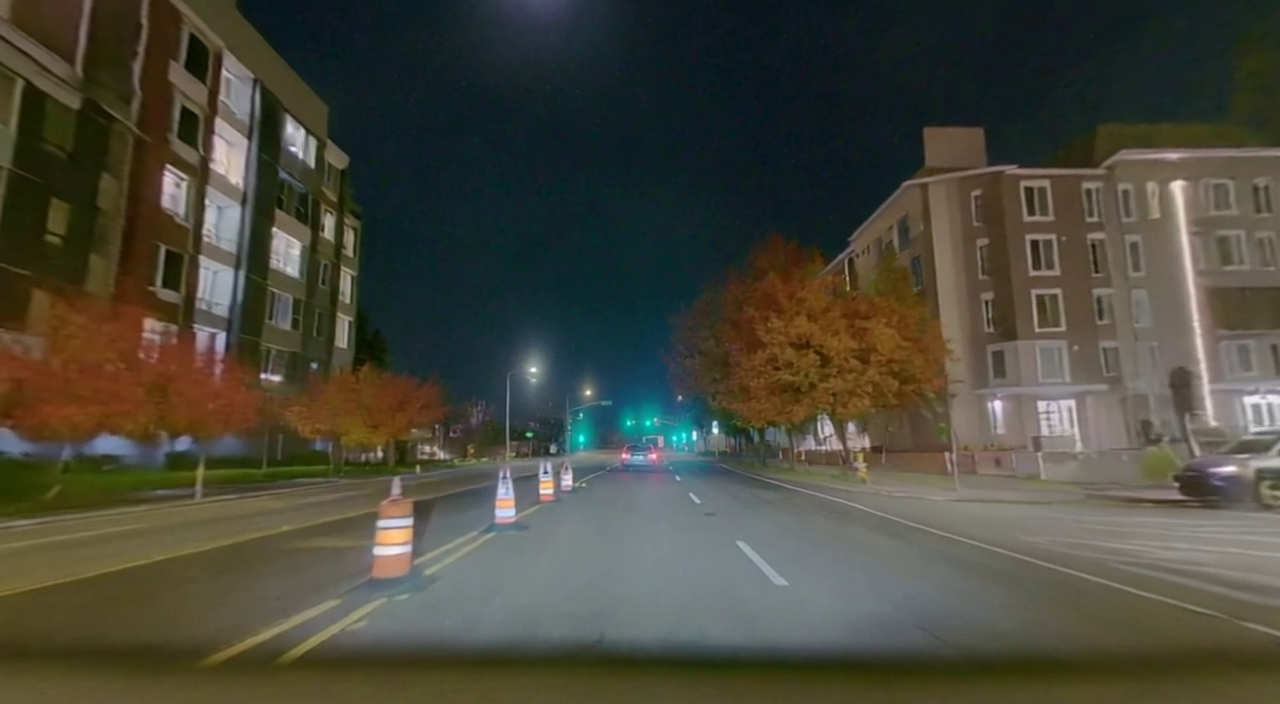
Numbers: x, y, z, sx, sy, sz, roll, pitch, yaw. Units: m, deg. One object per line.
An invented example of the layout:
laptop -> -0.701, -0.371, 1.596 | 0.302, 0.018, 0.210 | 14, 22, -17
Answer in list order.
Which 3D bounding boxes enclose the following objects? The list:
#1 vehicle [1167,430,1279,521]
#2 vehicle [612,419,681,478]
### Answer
vehicle -> 14.706, 2.618, 13.588 | 4.655, 1.798, 2.050 | 0, -8, 0
vehicle -> 0.337, 4.354, 28.471 | 2.762, 2.309, 6.723 | 0, -8, 1
